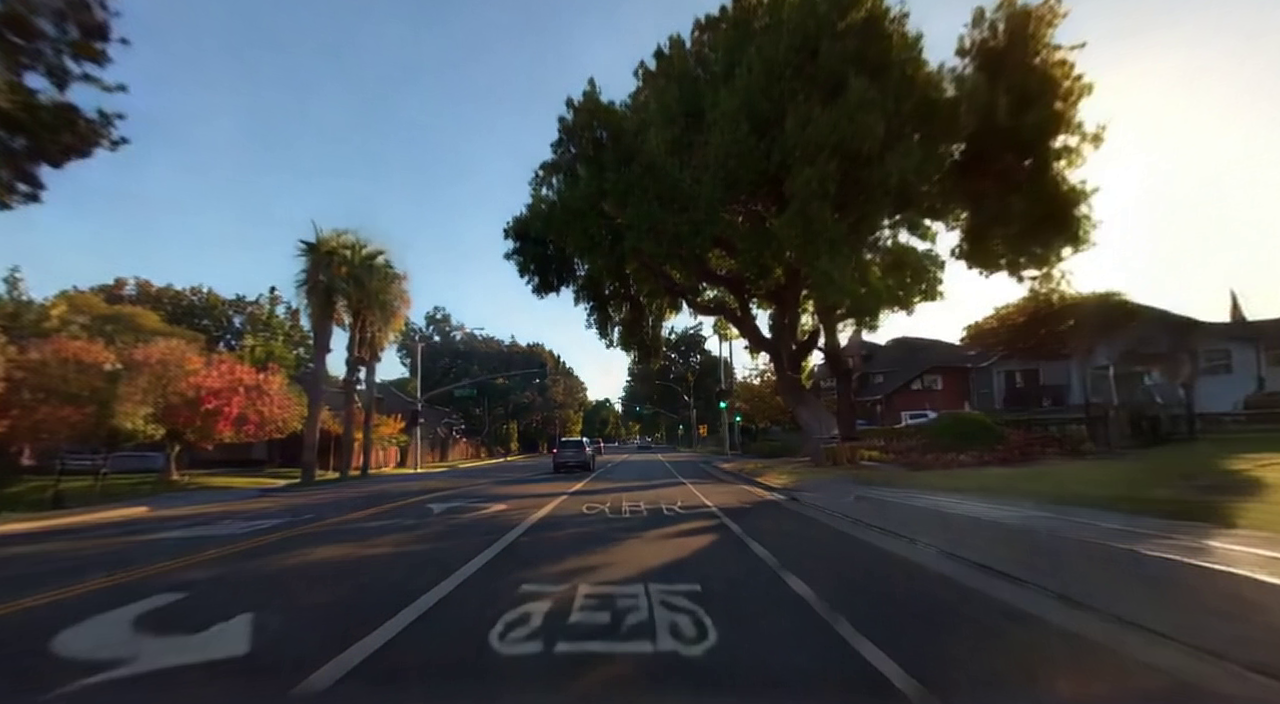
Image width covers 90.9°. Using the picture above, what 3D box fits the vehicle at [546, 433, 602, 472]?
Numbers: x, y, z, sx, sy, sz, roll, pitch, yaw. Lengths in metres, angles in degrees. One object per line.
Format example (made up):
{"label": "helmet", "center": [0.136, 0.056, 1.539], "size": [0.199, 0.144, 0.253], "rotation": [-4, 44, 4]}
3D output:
{"label": "vehicle", "center": [-3.046, 4.808, 30.239], "size": [2.084, 1.701, 4.734], "rotation": [0, -8, 1]}
